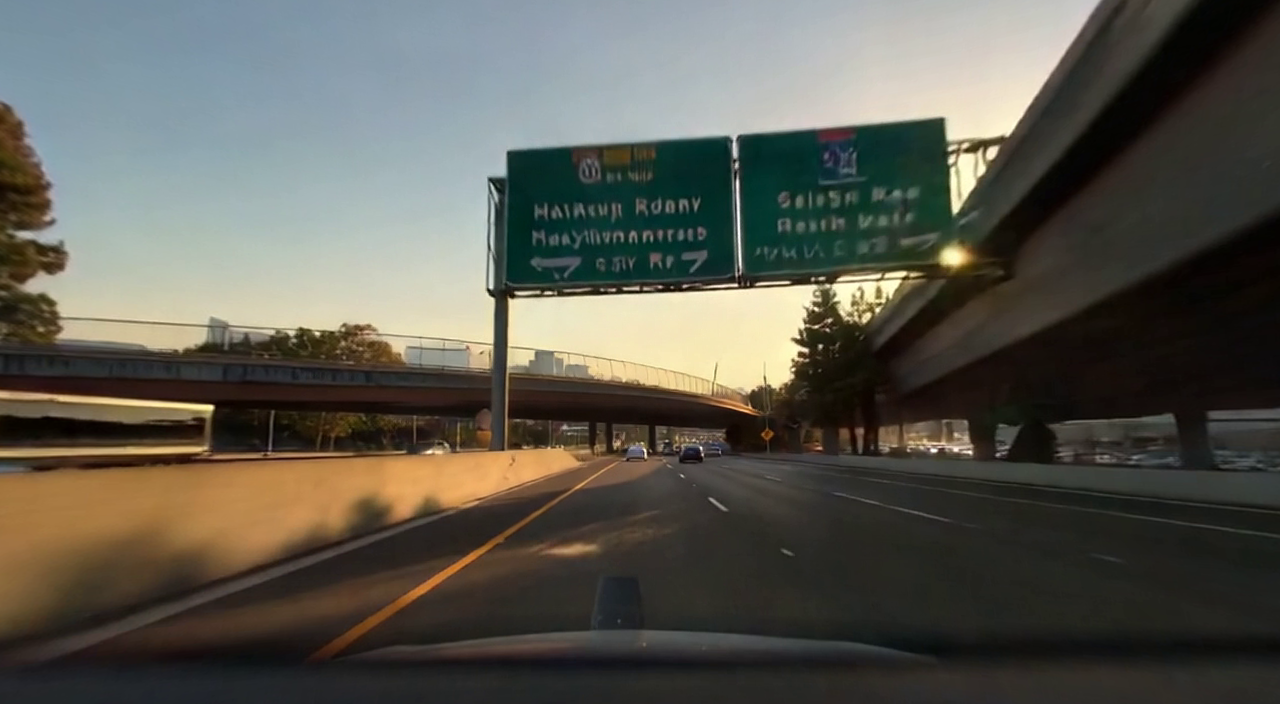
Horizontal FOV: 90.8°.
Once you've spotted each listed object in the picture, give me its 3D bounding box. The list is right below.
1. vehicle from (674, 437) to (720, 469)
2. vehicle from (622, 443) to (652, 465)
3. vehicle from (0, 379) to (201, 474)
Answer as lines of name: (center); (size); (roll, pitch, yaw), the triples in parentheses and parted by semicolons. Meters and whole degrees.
vehicle: (3.367, 6.115, 38.237); (2.226, 1.779, 4.835); (0, -9, -1)
vehicle: (-0.161, 7.391, 45.795); (2.046, 1.475, 3.784); (-1, -9, 1)
vehicle: (-27.182, 3.802, 30.501); (2.798, 3.790, 12.764); (0, -9, 0)
